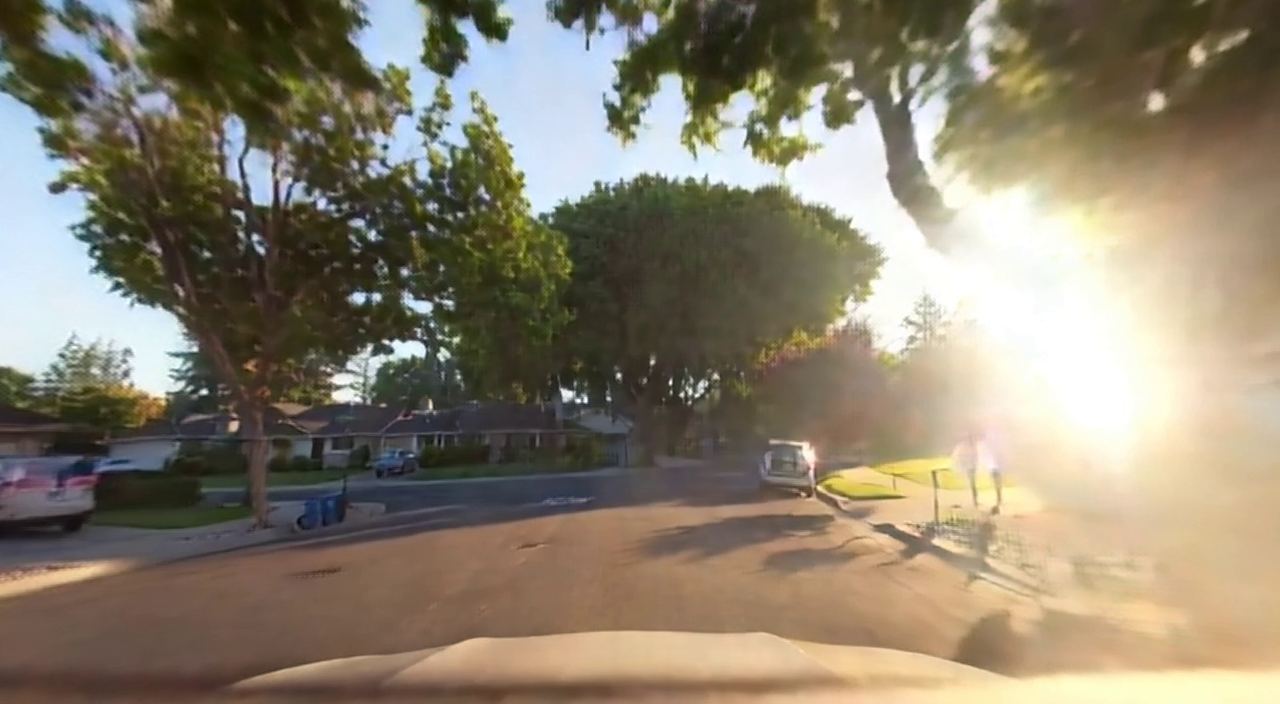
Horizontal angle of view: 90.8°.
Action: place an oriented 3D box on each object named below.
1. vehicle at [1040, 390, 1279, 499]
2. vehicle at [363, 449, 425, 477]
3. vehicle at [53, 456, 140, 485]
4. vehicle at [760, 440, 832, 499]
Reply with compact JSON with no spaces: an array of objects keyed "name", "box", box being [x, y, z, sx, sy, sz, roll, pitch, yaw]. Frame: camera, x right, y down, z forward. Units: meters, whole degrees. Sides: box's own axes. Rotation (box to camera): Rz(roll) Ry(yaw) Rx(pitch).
[{"name":"vehicle","box":[11.219,1.791,12.669,4.780,1.765,2.103,-5,-9,2]},{"name":"vehicle","box":[-16.784,7.594,43.427,2.021,1.798,4.491,-1,-9,7]},{"name":"vehicle","box":[-38.712,8.419,45.183,2.206,1.858,4.918,1,-9,-7]},{"name":"vehicle","box":[5.152,3.863,21.257,2.053,1.737,4.375,-2,-9,11]}]
